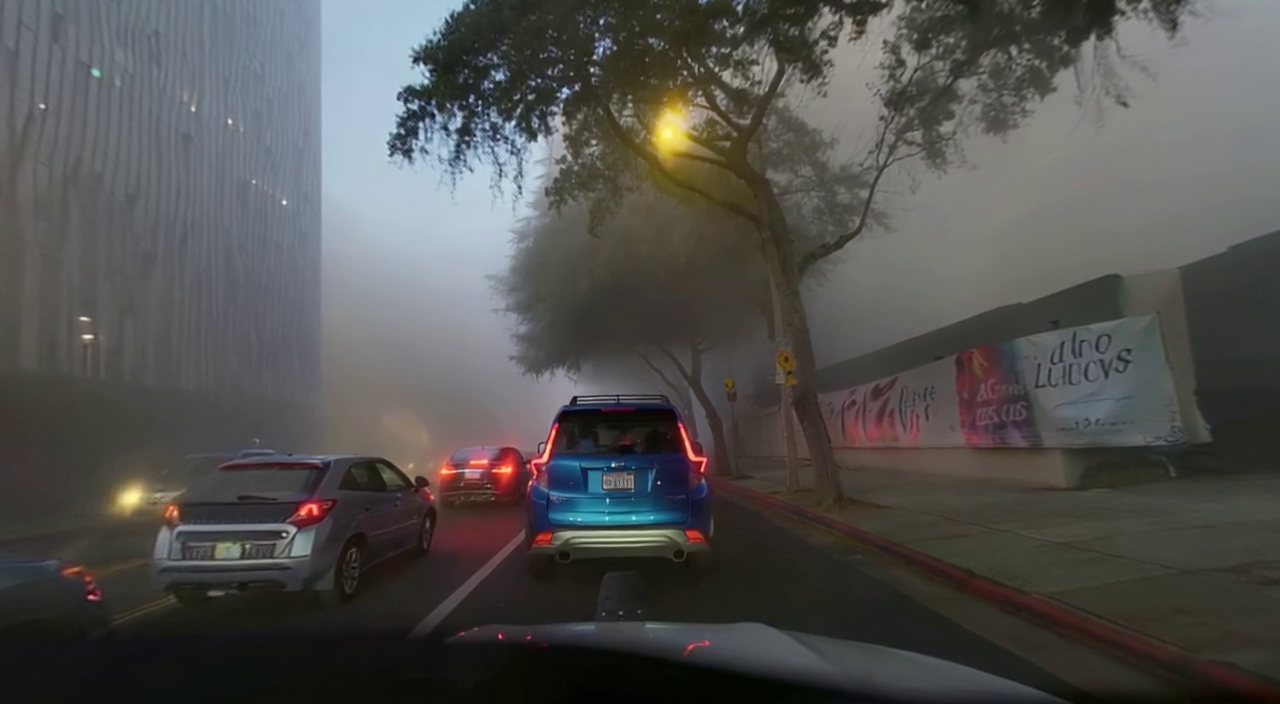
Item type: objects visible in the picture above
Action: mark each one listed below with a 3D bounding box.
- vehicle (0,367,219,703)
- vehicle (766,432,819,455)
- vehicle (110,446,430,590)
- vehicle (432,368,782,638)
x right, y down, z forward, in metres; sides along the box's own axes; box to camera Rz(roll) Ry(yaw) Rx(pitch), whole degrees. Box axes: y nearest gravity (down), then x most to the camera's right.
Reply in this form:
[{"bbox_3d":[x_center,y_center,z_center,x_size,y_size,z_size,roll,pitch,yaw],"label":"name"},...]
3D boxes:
[{"bbox_3d":[-3.174,0.723,1.044,1.971,1.658,4.428,0,-8,-2],"label":"vehicle"},{"bbox_3d":[10.231,6.155,42.154,1.877,1.416,3.965,-8,-12,38],"label":"vehicle"},{"bbox_3d":[-4.561,2.047,8.799,1.876,1.448,4.464,0,-8,-2],"label":"vehicle"},{"bbox_3d":[-0.373,1.404,6.866,2.531,1.930,4.382,0,-8,-4],"label":"vehicle"}]
